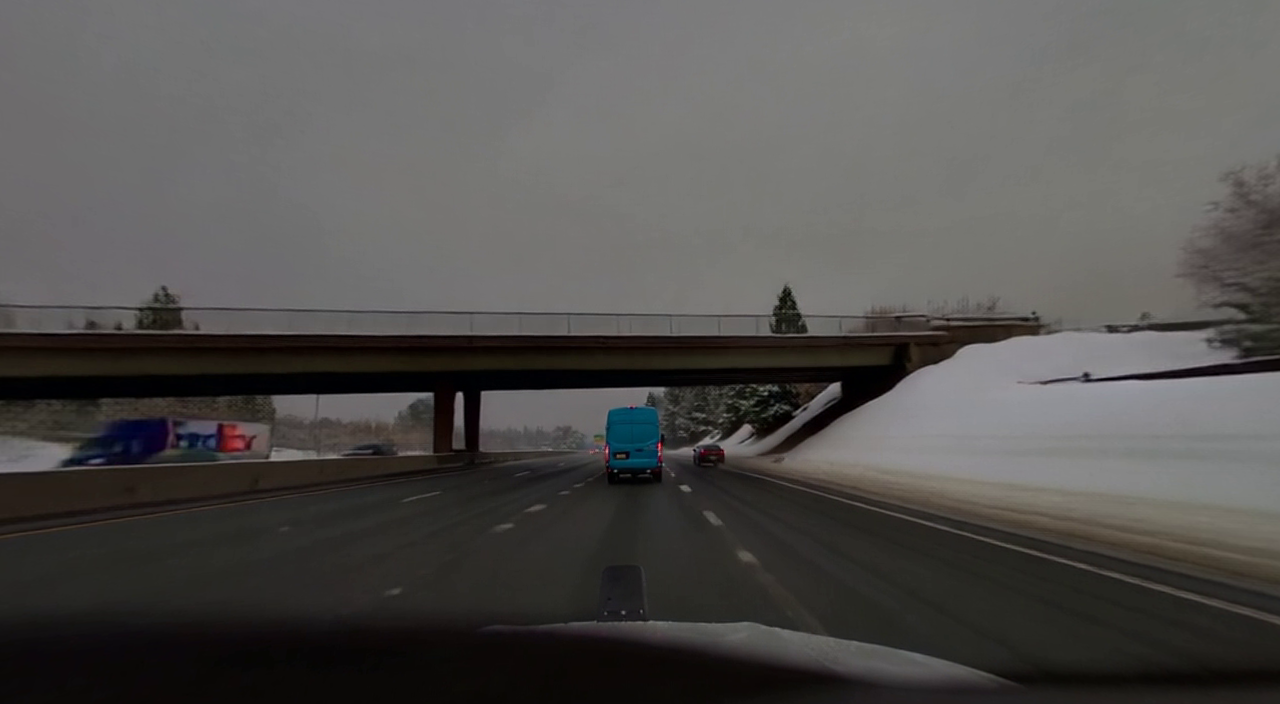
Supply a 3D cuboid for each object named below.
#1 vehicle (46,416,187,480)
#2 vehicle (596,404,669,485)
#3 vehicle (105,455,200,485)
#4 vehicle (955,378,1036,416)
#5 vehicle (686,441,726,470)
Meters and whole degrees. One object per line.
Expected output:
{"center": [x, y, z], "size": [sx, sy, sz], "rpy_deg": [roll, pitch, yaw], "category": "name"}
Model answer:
{"center": [-36.012, 6.692, 43.710], "size": [2.962, 3.998, 7.500], "rpy_deg": [0, -9, 2], "category": "vehicle"}
{"center": [-0.148, 3.631, 24.690], "size": [2.476, 2.776, 5.598], "rpy_deg": [-1, -9, 3], "category": "vehicle"}
{"center": [-28.086, 6.808, 36.385], "size": [1.806, 1.532, 4.456], "rpy_deg": [0, -9, 1], "category": "vehicle"}
{"center": [24.826, 3.247, 44.126], "size": [2.445, 2.240, 5.659], "rpy_deg": [-2, -8, 2], "category": "vehicle"}
{"center": [3.963, 6.233, 38.135], "size": [1.987, 1.648, 3.984], "rpy_deg": [0, -9, 0], "category": "vehicle"}
